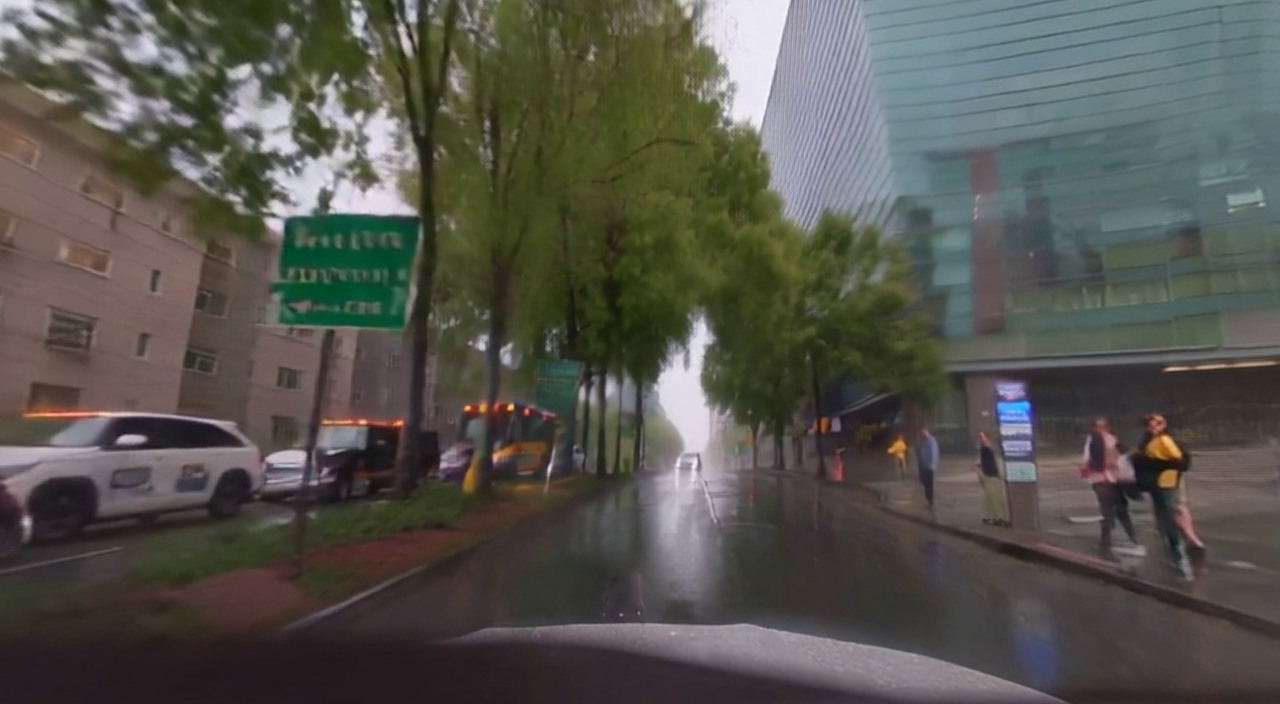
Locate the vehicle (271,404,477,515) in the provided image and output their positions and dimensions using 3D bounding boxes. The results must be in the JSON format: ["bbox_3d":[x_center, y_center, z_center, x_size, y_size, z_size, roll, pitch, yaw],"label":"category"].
[{"bbox_3d":[-5.092,2.167,12.987,1.988,1.855,4.599,-1,-9,4],"label":"vehicle"}]

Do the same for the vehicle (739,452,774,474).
[{"bbox_3d":[8.507,8.116,46.376,1.888,1.536,4.381,-1,-9,2],"label":"vehicle"}]

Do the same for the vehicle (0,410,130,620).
[{"bbox_3d":[-5.583,0.975,3.262,1.826,1.488,4.628,-1,-9,4],"label":"vehicle"}]

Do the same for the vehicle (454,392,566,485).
[{"bbox_3d":[-4.133,2.971,21.368,2.268,2.708,5.699,-1,-9,4],"label":"vehicle"}]

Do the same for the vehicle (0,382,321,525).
[{"bbox_3d":[-7.924,1.962,10.871,2.109,1.819,4.615,2,-15,4],"label":"vehicle"}]
